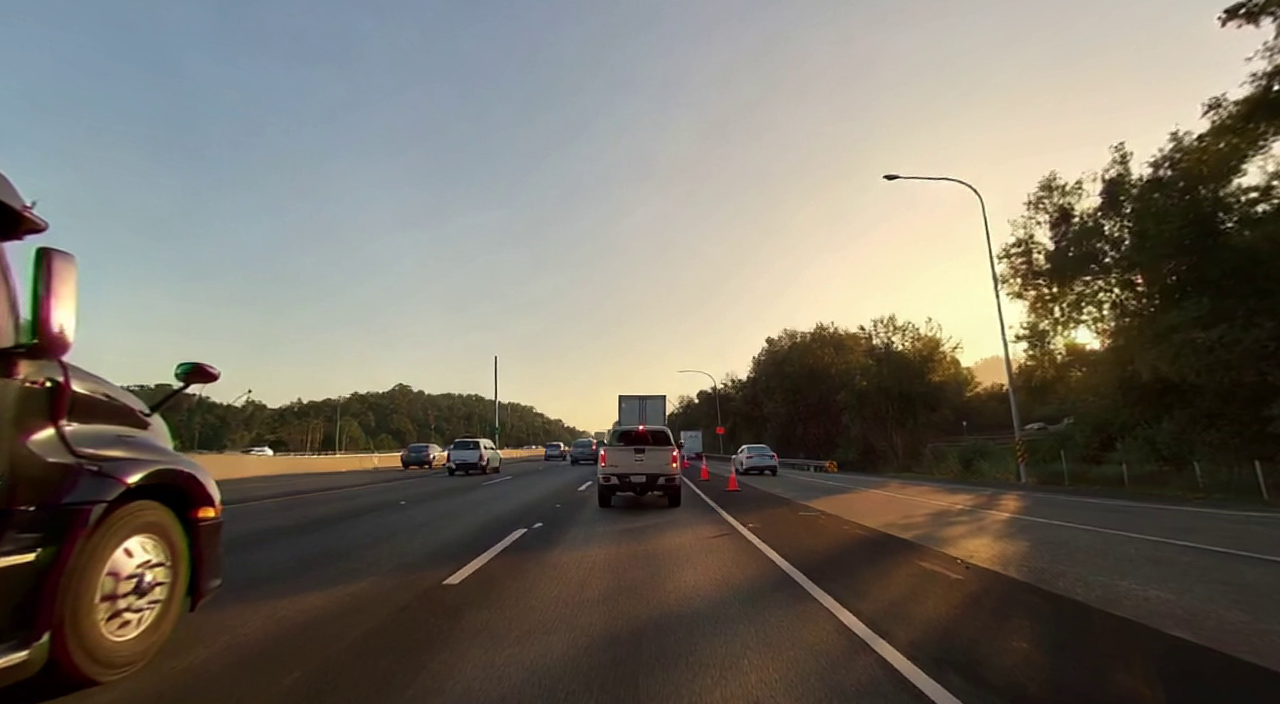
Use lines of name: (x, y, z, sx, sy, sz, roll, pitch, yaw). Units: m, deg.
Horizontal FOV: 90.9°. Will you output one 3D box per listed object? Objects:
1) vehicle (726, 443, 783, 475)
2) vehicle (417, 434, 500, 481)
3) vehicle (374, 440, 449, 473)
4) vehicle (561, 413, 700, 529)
vehicle: (5.776, 5.447, 32.278, 1.918, 1.479, 4.571, 0, -9, -2)
vehicle: (-7.198, 4.218, 25.534, 1.950, 1.716, 4.436, 0, -9, 1)
vehicle: (-11.263, 5.189, 31.430, 1.985, 1.496, 4.583, 0, -9, 1)
vehicle: (-0.152, 2.152, 11.827, 2.152, 1.779, 3.924, 0, -9, 0)
